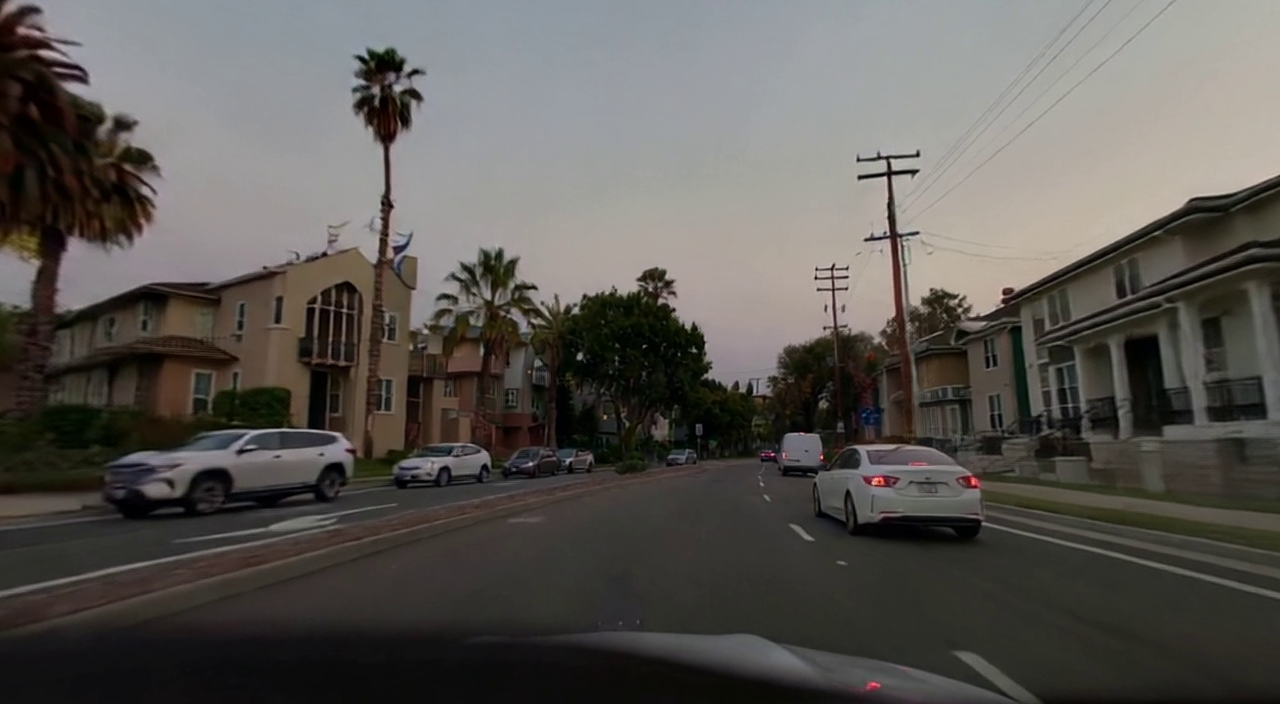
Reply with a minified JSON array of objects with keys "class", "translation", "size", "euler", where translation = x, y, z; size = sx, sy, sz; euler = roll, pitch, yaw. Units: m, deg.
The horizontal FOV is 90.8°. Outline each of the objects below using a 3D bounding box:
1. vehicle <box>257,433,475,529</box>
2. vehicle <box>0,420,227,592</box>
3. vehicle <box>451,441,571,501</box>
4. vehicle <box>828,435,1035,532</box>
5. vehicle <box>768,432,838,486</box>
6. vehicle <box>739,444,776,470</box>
[{"class":"vehicle","translation":[-5.080,2.413,12.479],"size":[1.852,1.498,4.238],"euler":[-4,-8,11]},{"class":"vehicle","translation":[-6.628,1.403,5.894],"size":[1.959,1.515,4.668],"euler":[-1,-6,8]},{"class":"vehicle","translation":[-3.940,3.710,20.225],"size":[2.081,1.453,4.698],"euler":[-4,-6,11]},{"class":"vehicle","translation":[5.433,2.496,12.622],"size":[2.096,1.552,4.519],"euler":[0,-9,2]},{"class":"vehicle","translation":[6.647,4.408,26.263],"size":[2.109,2.002,4.424],"euler":[-1,-9,6]},{"class":"vehicle","translation":[7.594,6.705,40.582],"size":[1.923,1.576,4.026],"euler":[-2,-9,15]}]
